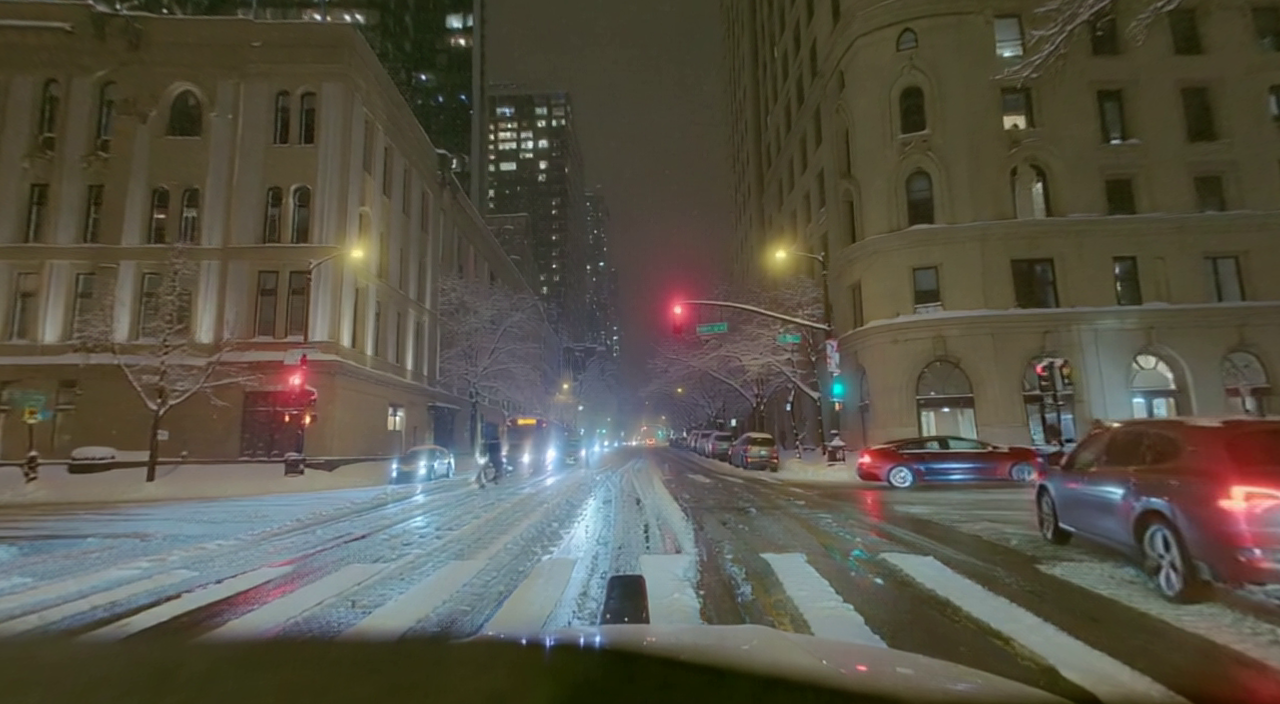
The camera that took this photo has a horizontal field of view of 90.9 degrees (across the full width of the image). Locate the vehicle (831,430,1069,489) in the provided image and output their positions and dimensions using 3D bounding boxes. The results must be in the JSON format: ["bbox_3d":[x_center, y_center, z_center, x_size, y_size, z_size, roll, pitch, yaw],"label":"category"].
[{"bbox_3d":[8.189,2.915,17.223,5.388,1.465,2.050,-1,-8,7],"label":"vehicle"}]

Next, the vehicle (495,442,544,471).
[{"bbox_3d":[-6.619,5.761,35.037,1.861,1.508,4.052,0,-8,1],"label":"vehicle"}]

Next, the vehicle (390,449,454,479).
[{"bbox_3d":[-11.917,6.116,34.794,1.998,1.505,4.405,0,-8,0],"label":"vehicle"}]

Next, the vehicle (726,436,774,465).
[{"bbox_3d":[6.259,5.643,36.298,1.926,1.574,3.961,0,-8,-2],"label":"vehicle"}]

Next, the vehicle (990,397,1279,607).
[{"bbox_3d":[5.707,1.414,6.871,1.912,1.505,4.889,-2,-9,12],"label":"vehicle"}]

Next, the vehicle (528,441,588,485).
[{"bbox_3d":[-2.880,3.988,23.056,1.904,1.402,4.759,0,-8,-4],"label":"vehicle"}]
